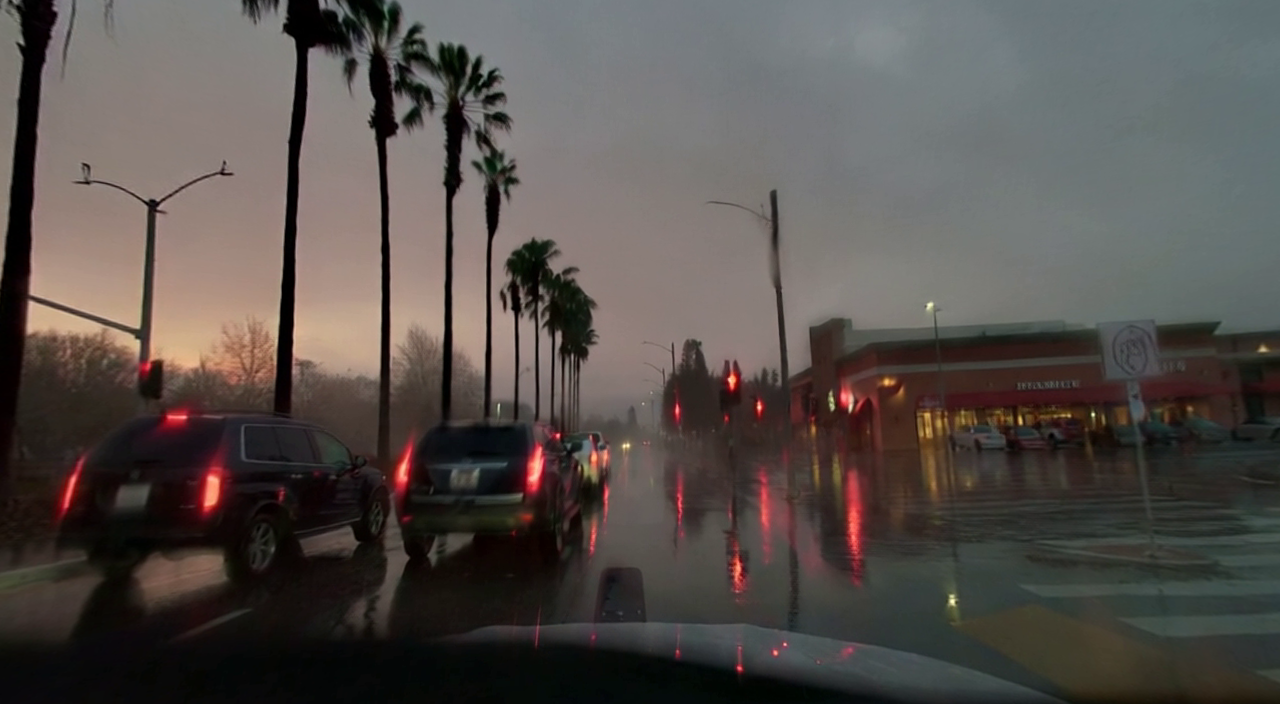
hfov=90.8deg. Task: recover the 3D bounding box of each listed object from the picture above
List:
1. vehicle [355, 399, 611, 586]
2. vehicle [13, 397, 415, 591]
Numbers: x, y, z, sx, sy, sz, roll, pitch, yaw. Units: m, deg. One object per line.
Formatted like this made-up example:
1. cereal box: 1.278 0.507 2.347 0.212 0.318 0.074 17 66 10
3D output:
1. vehicle: -1.582 1.657 8.215 2.153 1.759 4.320 0 -9 1
2. vehicle: -5.024 1.744 8.619 2.025 1.862 4.804 0 -9 1
